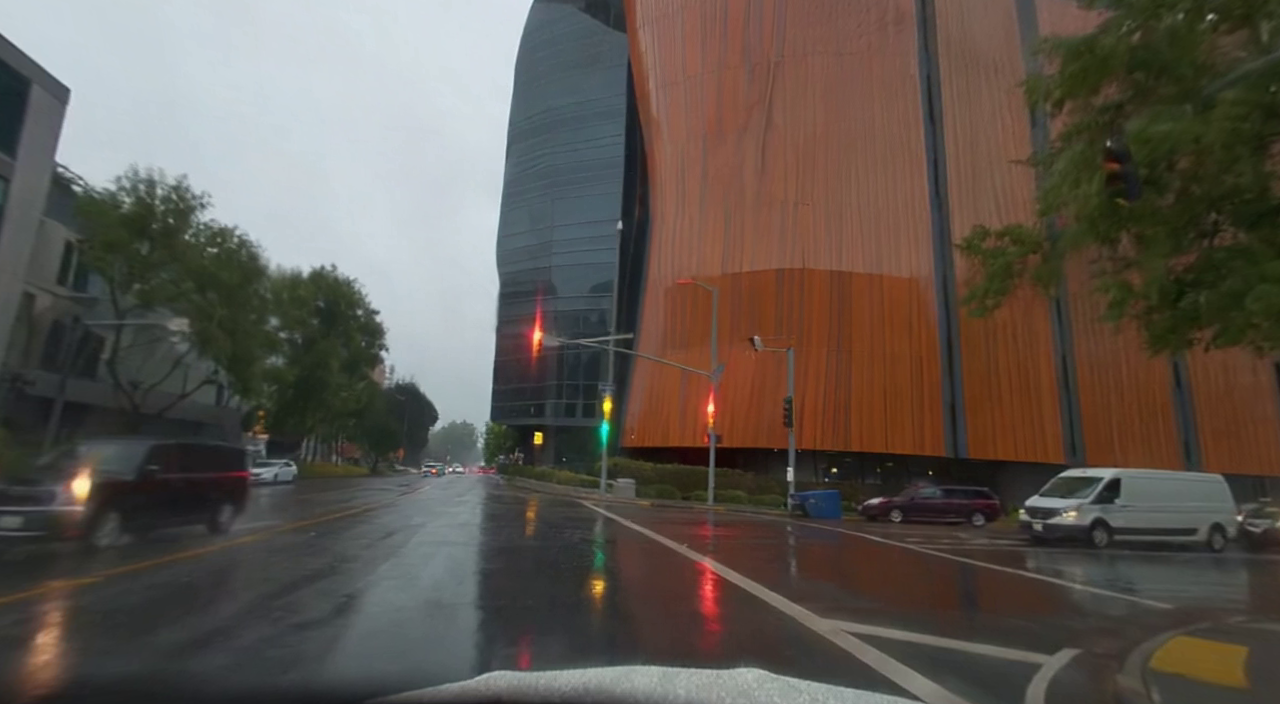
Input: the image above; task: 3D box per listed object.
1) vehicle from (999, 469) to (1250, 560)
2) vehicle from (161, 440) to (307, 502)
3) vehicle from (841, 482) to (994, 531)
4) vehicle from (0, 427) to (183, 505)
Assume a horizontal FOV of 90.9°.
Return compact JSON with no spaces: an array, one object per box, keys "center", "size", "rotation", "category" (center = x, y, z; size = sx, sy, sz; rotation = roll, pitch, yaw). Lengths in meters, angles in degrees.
[{"center":[12.292,4.070,16.120],"size":[5.252,2.013,2.104],"rotation":[3,-13,-15],"category":"vehicle"},{"center":[-12.369,3.690,19.625],"size":[2.166,1.686,4.382],"rotation":[2,-11,-10],"category":"vehicle"},{"center":[9.387,5.219,21.441],"size":[4.470,1.472,1.868],"rotation":[3,-11,-14],"category":"vehicle"},{"center":[-14.951,3.141,17.355],"size":[2.040,1.852,4.274],"rotation":[2,-11,-10],"category":"vehicle"}]
